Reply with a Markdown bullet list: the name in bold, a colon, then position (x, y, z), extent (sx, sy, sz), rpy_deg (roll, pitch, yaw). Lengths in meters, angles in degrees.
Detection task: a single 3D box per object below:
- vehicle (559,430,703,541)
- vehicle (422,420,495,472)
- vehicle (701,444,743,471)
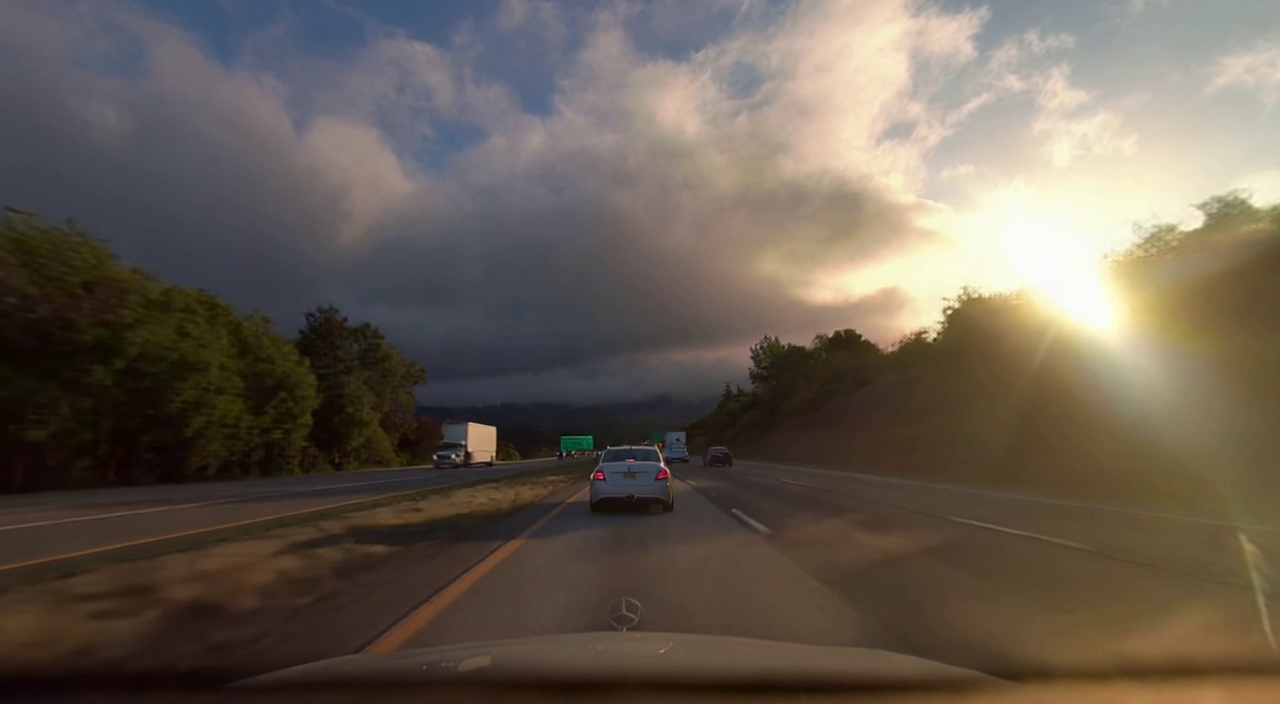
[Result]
- **vehicle**: position (-0.159, 2.229, 11.044), extent (2.088, 1.580, 3.657), rpy_deg (0, -9, -1)
- **vehicle**: position (-13.044, 6.890, 45.942), extent (2.757, 3.414, 7.910), rpy_deg (-1, -9, 1)
- **vehicle**: position (4.863, 6.315, 37.681), extent (1.931, 1.516, 3.995), rpy_deg (0, -9, 0)
